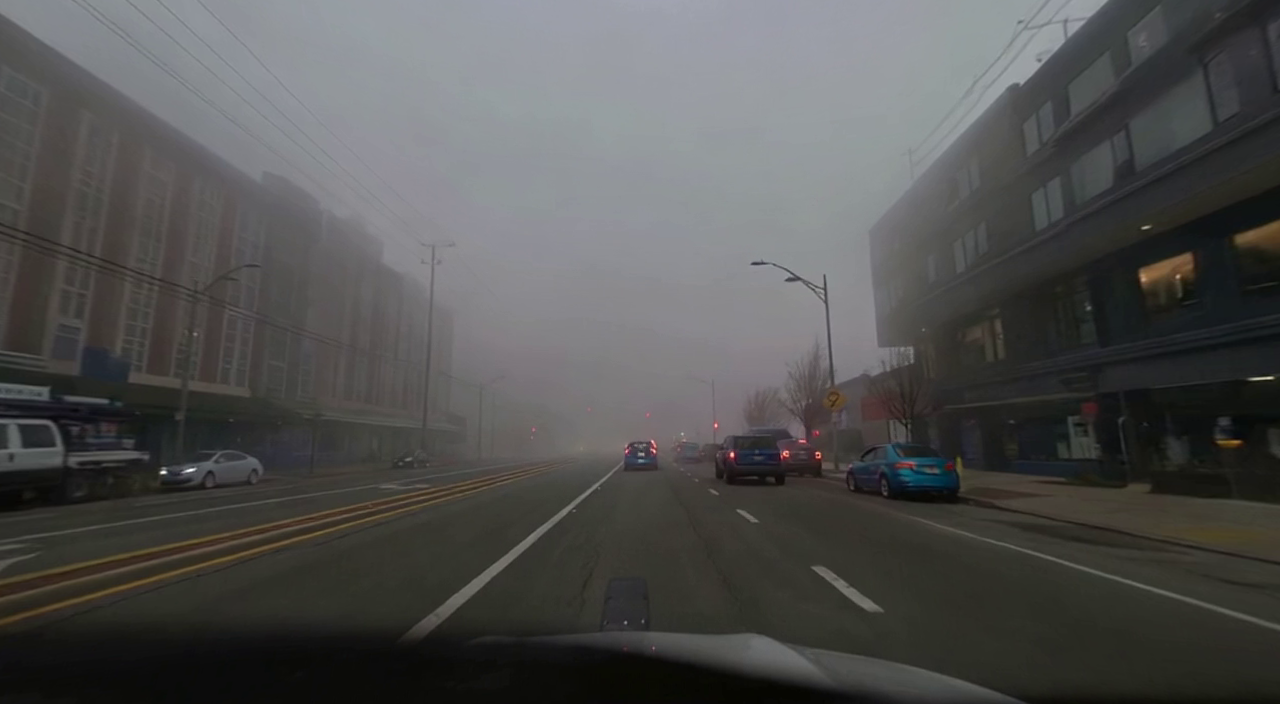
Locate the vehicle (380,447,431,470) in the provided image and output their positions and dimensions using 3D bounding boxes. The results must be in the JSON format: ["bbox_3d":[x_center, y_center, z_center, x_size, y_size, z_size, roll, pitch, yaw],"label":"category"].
[{"bbox_3d":[-17.267,7.812,46.639,1.924,1.558,4.620,-1,-8,1],"label":"vehicle"}]

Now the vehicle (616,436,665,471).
[{"bbox_3d":[0.048,4.918,30.665,2.245,1.587,4.094,0,-8,1],"label":"vehicle"}]

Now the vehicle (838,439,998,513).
[{"bbox_3d":[6.824,3.067,16.156,2.107,1.589,4.477,1,-8,1],"label":"vehicle"}]

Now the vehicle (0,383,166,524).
[{"bbox_3d":[-17.314,2.748,17.157,2.826,3.464,7.453,-1,-8,1],"label":"vehicle"}]

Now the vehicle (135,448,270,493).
[{"bbox_3d":[-17.370,4.686,25.412,1.946,1.471,4.912,-1,-8,0],"label":"vehicle"}]

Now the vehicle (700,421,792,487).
[{"bbox_3d":[3.377,3.380,21.142,2.159,1.938,4.836,0,-8,-1],"label":"vehicle"}]
